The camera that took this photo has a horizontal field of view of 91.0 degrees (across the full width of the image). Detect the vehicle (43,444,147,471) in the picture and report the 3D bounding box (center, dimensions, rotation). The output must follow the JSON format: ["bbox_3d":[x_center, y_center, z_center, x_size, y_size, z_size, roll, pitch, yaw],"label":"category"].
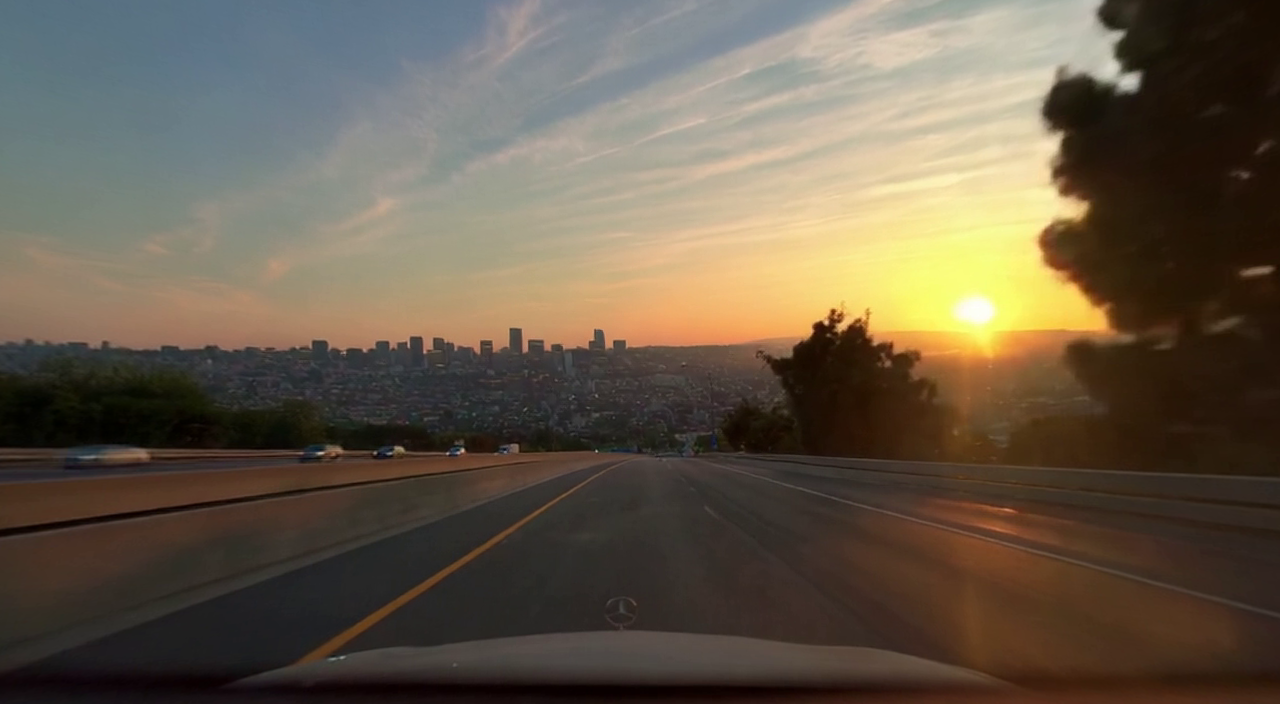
[{"bbox_3d":[-32.230,6.214,37.447,1.979,1.479,4.905,0,-8,-3],"label":"vehicle"}]
